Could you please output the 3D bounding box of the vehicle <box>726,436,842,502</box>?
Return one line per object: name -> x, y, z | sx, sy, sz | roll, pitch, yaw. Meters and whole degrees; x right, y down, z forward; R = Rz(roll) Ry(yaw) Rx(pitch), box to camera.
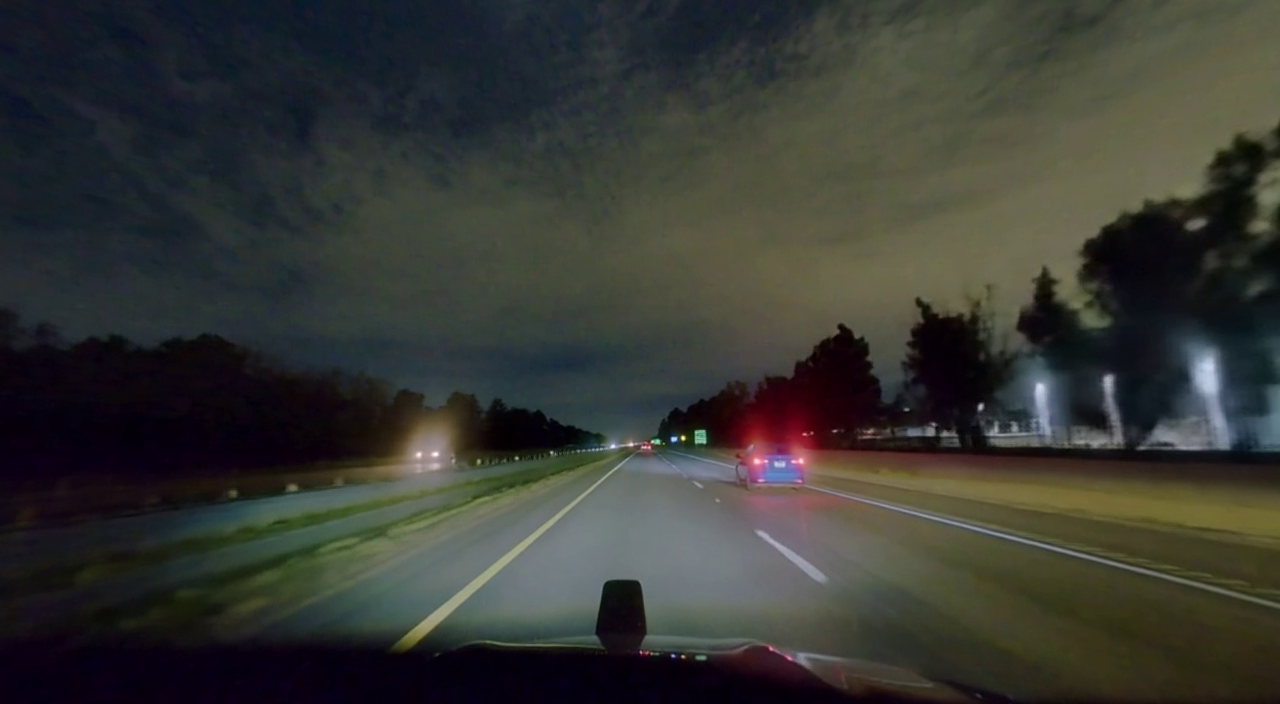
vehicle -> 3.631, 3.038, 16.692 | 2.079, 1.531, 3.997 | 0, -8, -1
